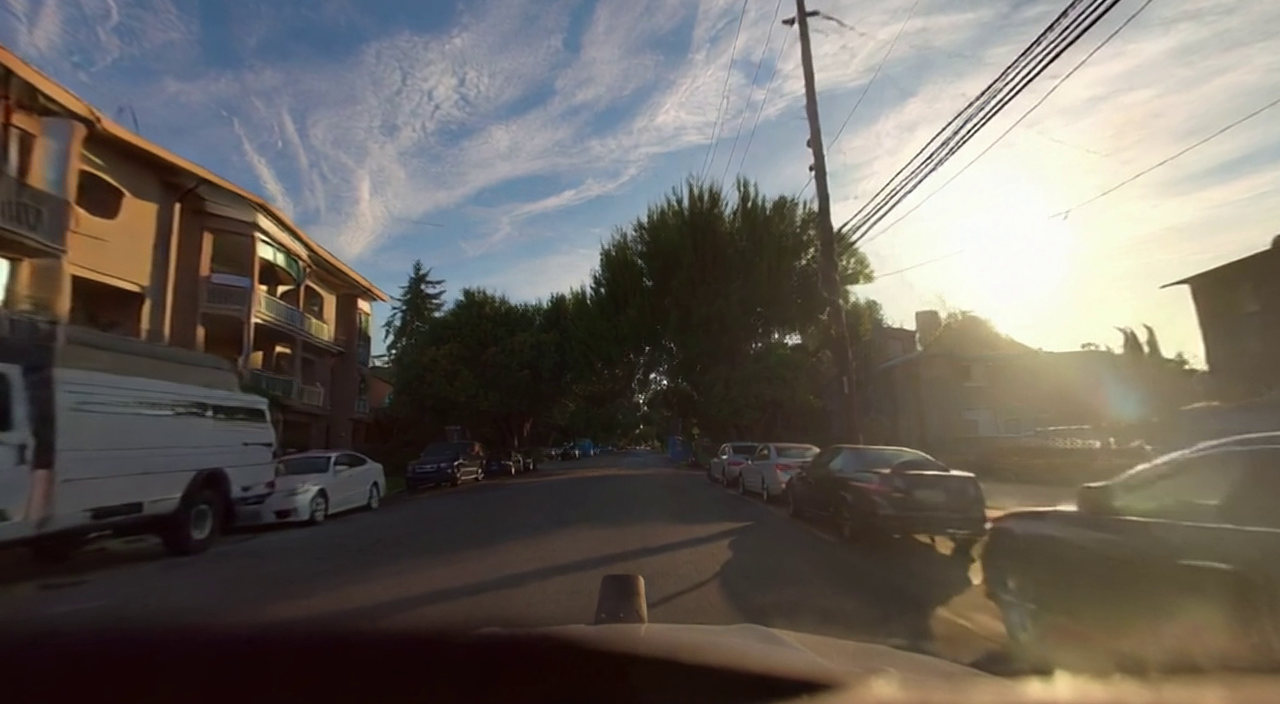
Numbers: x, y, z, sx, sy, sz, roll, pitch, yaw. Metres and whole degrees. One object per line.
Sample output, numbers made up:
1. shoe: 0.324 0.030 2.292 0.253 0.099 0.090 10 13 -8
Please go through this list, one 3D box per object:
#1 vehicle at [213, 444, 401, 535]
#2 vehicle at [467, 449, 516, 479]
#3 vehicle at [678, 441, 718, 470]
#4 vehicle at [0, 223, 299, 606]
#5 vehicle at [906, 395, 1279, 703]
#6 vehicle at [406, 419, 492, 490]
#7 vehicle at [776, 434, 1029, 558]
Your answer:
1. vehicle: -7.272 2.968 14.443 1.894 1.585 4.514 -3 -8 0
2. vehicle: -7.819 5.903 33.577 1.873 1.437 4.068 -1 -8 -4
3. vehicle: 3.537 6.403 39.342 2.095 1.694 4.592 0 -8 1
4. vehicle: -7.484 0.894 7.653 2.901 3.610 6.707 -3 -9 1
5. vehicle: 3.377 1.035 2.959 2.057 1.554 4.905 0 -9 -1
6. vehicle: -7.172 3.885 24.182 1.889 2.463 4.142 0 -9 1
7. vehicle: 3.801 2.169 10.367 2.022 1.521 4.933 0 -9 0
